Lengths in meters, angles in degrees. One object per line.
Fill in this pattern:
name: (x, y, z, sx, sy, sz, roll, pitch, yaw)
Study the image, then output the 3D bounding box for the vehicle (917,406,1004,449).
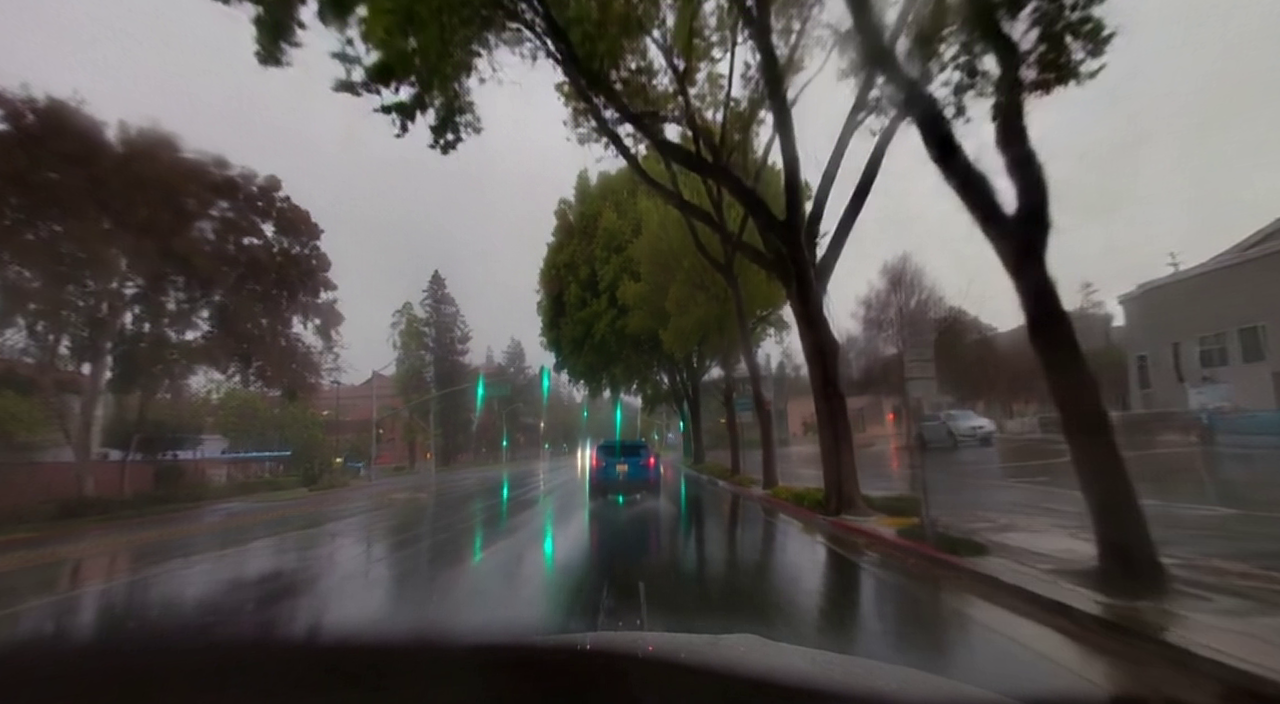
vehicle: (16.321, 3.977, 32.520, 2.039, 1.990, 5.111, -1, -9, 4)

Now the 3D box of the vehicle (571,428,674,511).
vehicle: (-0.405, 2.760, 15.253, 2.136, 1.703, 3.910, 0, -9, -1)

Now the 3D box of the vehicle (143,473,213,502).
vehicle: (-28.601, 8.357, 39.265, 1.771, 1.435, 4.144, -7, -10, -9)
